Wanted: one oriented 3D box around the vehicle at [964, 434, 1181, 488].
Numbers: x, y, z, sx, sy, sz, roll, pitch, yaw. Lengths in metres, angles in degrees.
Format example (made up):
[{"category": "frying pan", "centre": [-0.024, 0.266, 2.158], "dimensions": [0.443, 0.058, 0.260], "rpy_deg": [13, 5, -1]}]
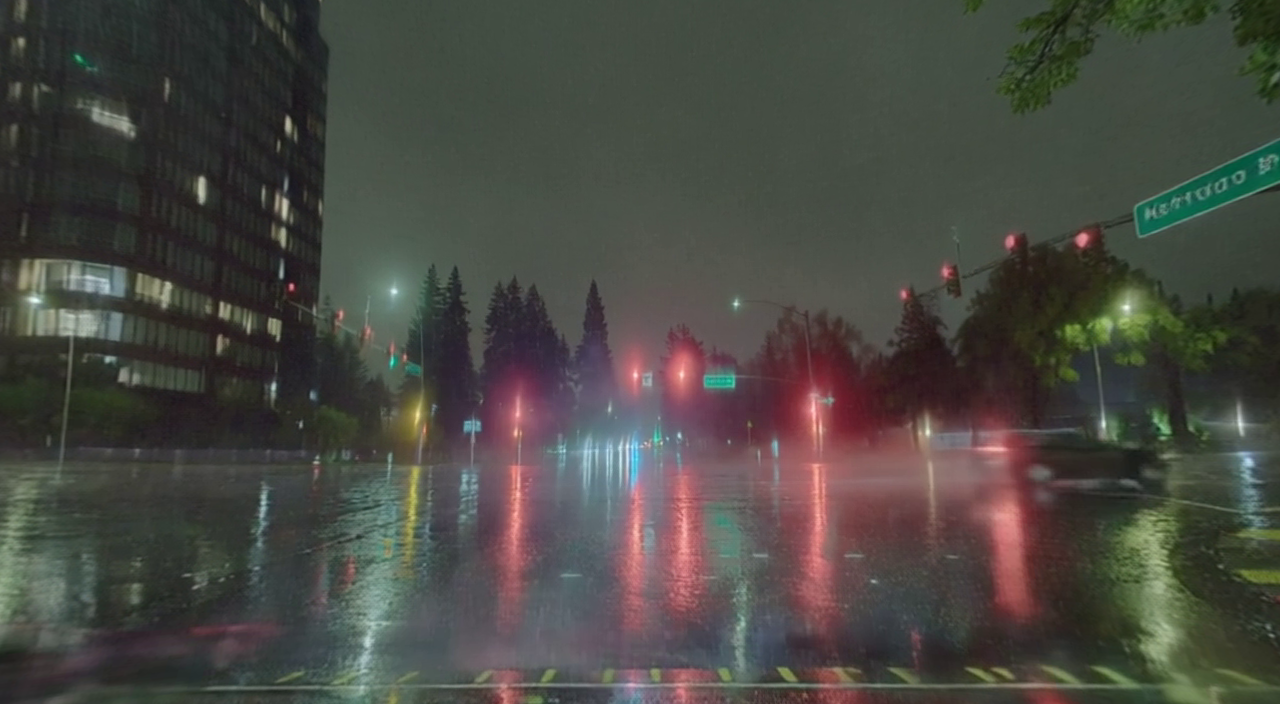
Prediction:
[{"category": "vehicle", "centre": [12.528, 3.185, 18.584], "dimensions": [4.838, 1.468, 2.052], "rpy_deg": [0, -9, 0]}]
